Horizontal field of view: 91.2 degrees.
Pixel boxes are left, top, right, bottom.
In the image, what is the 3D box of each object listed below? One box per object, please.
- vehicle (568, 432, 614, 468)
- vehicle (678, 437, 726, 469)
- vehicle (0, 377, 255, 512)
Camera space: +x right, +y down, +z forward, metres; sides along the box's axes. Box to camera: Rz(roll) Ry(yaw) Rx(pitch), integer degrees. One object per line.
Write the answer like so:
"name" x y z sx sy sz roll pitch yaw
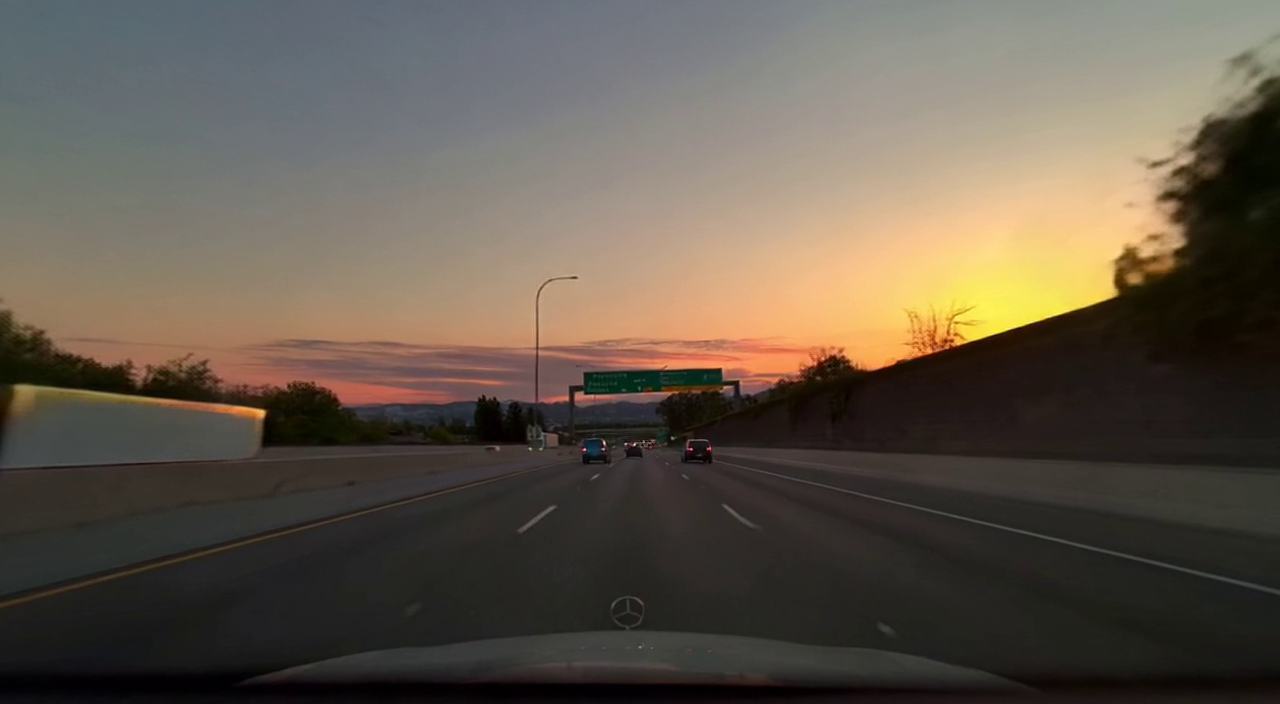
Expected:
"vehicle" -2.901 6.026 38.549 2.291 2.052 4.887 0 -9 1
"vehicle" 3.413 5.642 35.288 2.202 1.682 4.188 0 -9 0
"vehicle" -21.335 3.719 25.099 3.016 4.139 14.005 0 -9 0
